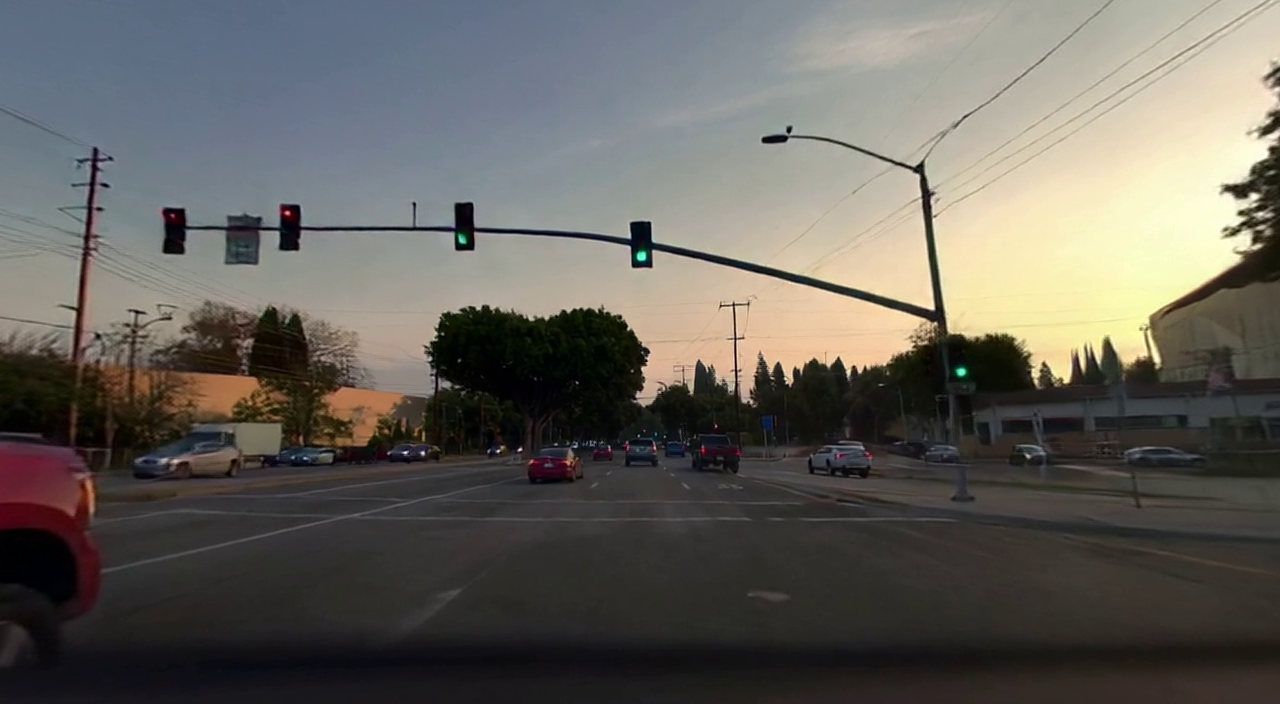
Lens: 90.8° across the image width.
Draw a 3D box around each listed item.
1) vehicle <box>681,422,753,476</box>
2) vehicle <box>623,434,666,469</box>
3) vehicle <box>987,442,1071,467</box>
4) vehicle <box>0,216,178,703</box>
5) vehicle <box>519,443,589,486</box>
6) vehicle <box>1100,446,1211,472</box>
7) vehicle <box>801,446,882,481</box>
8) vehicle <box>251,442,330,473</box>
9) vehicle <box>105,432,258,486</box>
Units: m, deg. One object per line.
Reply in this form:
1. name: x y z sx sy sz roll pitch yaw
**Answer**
1. vehicle: 4.014 5.284 34.468 2.905 2.636 6.895 0 -9 -1
2. vehicle: 0.291 6.573 41.908 2.643 2.145 5.585 0 -8 0
3. vehicle: 27.430 7.214 44.704 2.012 1.701 4.524 5 -10 -31
4. vehicle: -3.745 0.248 0.308 2.402 2.194 6.051 0 -8 0
5. vehicle: -3.174 4.247 24.200 1.939 1.494 4.499 0 -8 1
6. vehicle: 30.836 6.384 37.924 1.868 1.447 4.690 5 -10 -29
7. vehicle: 10.090 5.590 32.000 2.010 1.633 4.246 2 -9 -11
8. vehicle: -20.974 6.357 38.173 2.129 1.668 4.614 -1 -9 0
9. vehicle: -17.806 4.170 24.987 2.000 1.894 5.301 0 -8 1
